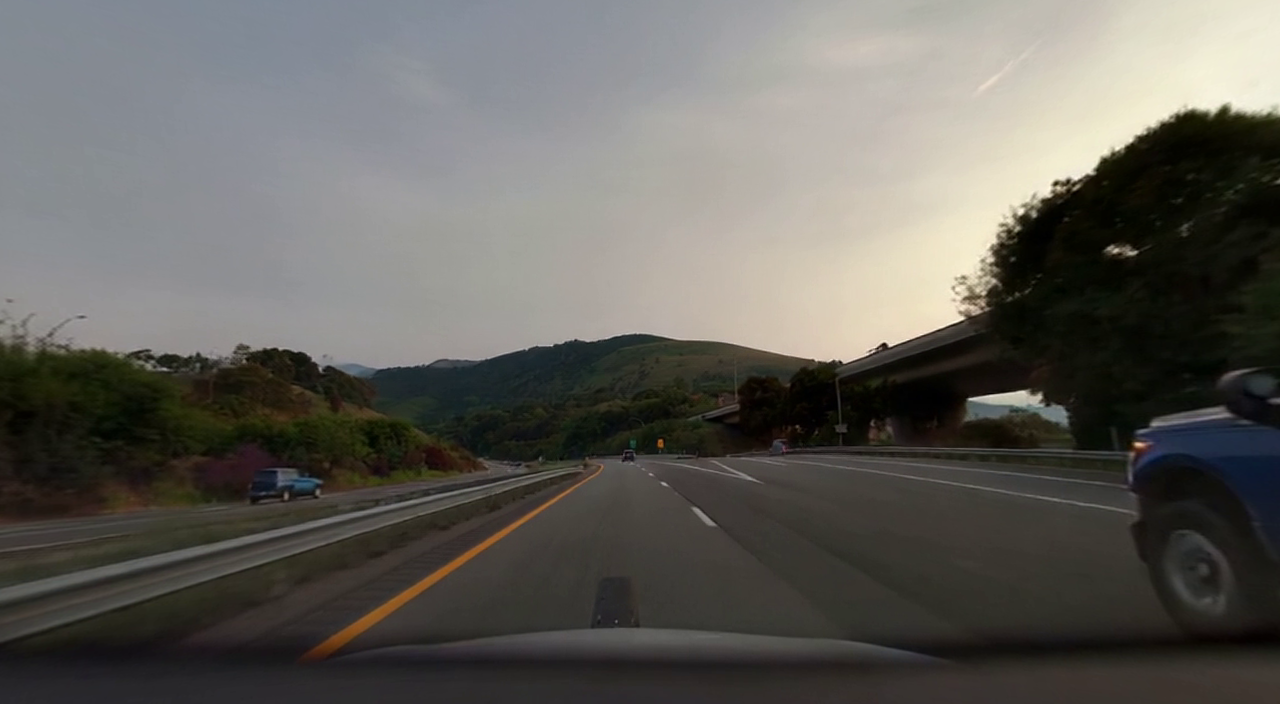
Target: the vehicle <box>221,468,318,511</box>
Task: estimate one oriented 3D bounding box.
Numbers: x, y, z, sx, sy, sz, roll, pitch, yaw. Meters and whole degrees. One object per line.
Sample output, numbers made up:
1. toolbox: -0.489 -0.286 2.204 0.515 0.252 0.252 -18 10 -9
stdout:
1. vehicle: -22.196 8.208 38.249 2.573 1.976 5.651 -5 -9 -1
